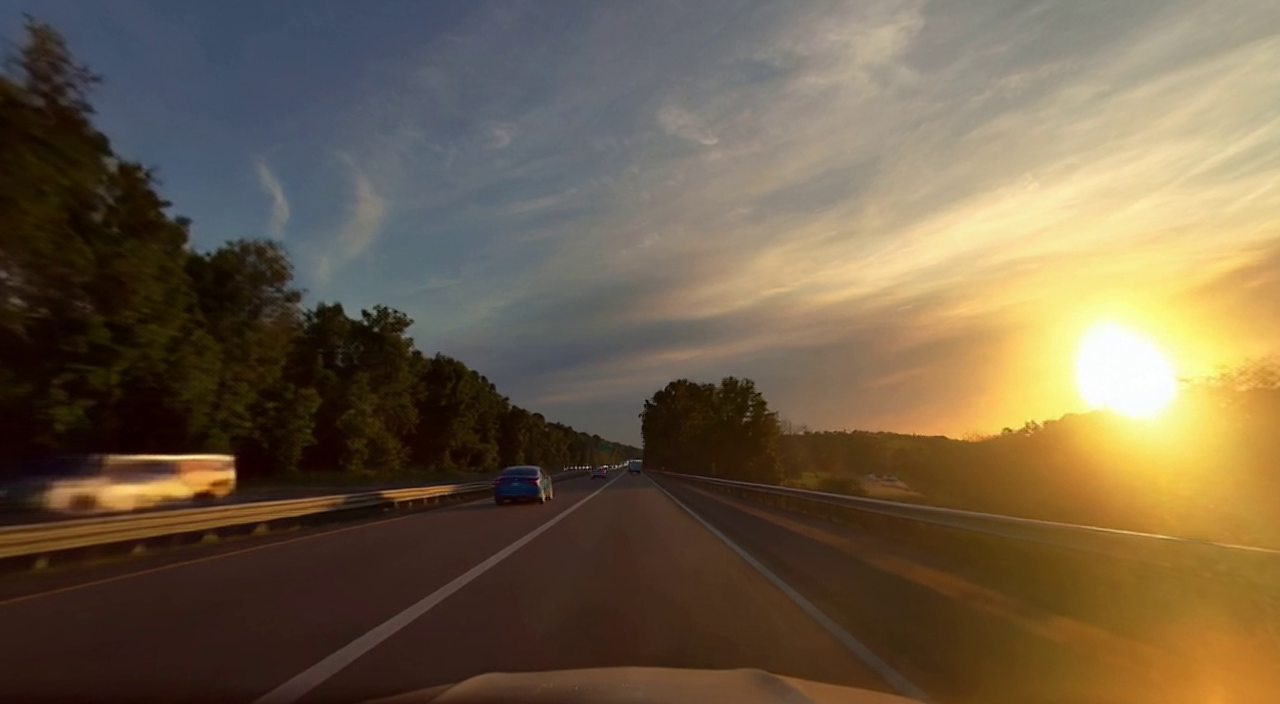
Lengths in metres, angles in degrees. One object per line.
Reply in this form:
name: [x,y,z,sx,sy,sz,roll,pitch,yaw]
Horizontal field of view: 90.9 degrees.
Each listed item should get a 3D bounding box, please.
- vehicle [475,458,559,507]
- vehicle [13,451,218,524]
vehicle: [-4.257,4.641,22.652,2.040,1.525,4.603,1,-11,1]
vehicle: [-13.198,3.437,16.247,1.814,1.610,3.906,1,-11,0]
